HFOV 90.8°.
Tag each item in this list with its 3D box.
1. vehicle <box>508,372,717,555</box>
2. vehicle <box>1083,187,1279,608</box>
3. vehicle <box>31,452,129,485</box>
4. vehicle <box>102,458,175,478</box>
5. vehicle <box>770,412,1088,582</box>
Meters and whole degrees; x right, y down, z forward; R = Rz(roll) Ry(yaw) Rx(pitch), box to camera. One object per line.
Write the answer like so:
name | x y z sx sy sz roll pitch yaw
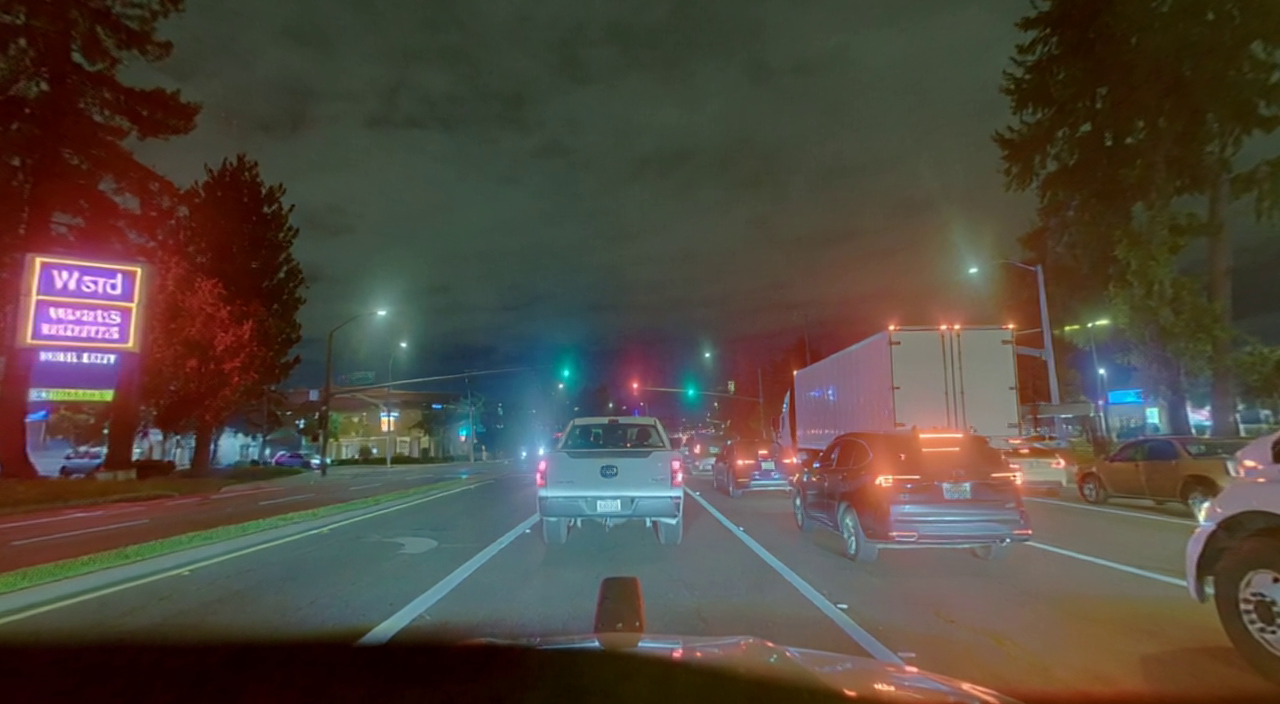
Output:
vehicle | -0.359 1.720 10.218 2.499 2.183 5.111 0 -9 -1
vehicle | 6.526 0.101 3.345 2.802 3.322 7.429 0 -9 0
vehicle | -28.559 5.922 32.398 1.730 1.534 3.922 1 -9 -8
vehicle | -38.158 8.807 48.100 4.150 1.474 1.826 -1 -9 6
vehicle | 3.253 1.753 8.533 1.905 1.587 4.998 0 -9 0
